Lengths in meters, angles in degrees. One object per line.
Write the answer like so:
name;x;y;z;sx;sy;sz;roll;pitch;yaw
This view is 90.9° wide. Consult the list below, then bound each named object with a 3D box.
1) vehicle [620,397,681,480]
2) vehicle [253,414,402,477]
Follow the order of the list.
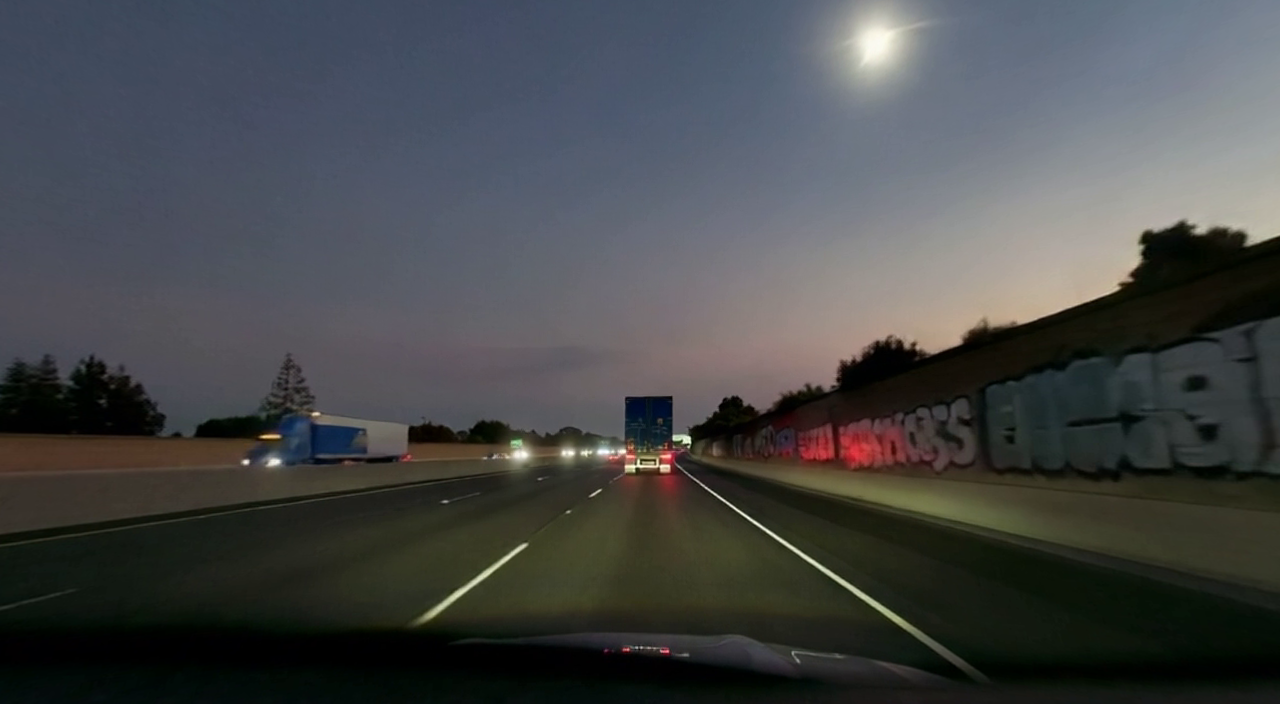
vehicle;0.535;5.113;36.774;2.997;4.069;10.871;0;-9;0
vehicle;-23.643;7.392;49.589;2.997;4.110;16.358;0;-9;1
